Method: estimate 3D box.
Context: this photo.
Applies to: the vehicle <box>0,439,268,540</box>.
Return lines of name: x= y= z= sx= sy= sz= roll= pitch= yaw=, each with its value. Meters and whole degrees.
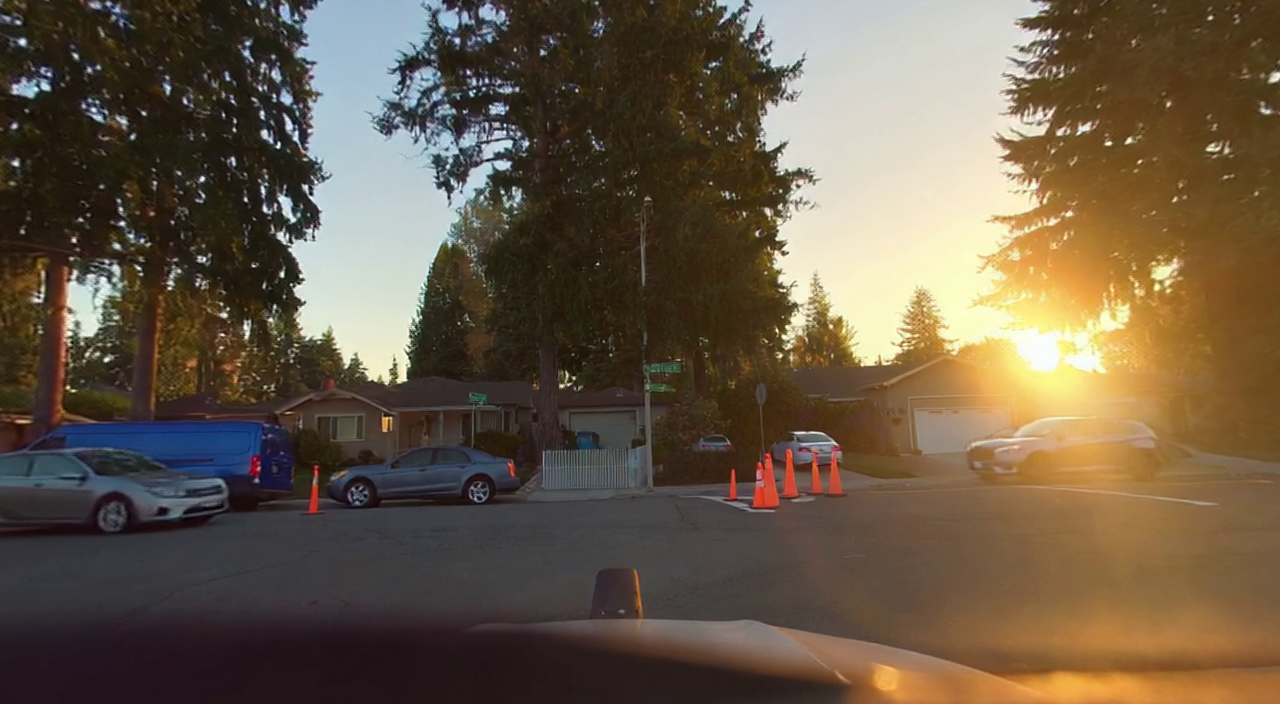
vehicle: x=-9.495 y=2.312 z=10.997 sx=4.684 sy=1.556 sz=2.087 roll=0 pitch=-8 yaw=-1

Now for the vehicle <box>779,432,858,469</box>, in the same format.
vehicle: x=8.063 y=4.493 z=28.946 sx=1.893 sy=1.529 sz=4.422 roll=1 pitch=-9 yaw=-7

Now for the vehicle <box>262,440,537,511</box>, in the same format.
vehicle: x=-6.382 y=3.400 z=17.817 sx=6.643 sy=1.777 sz=2.925 roll=1 pitch=-8 yaw=-5

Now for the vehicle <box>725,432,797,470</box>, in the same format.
vehicle: x=5.340 y=4.462 z=28.494 sx=2.007 sy=1.555 sz=4.204 roll=1 pitch=-9 yaw=-7

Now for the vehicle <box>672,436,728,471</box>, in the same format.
vehicle: x=2.593 y=4.538 z=28.373 sx=1.745 sy=1.461 sz=4.074 roll=1 pitch=-8 yaw=-6

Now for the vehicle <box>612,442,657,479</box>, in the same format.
vehicle: x=-0.302 y=4.756 z=27.931 sx=1.648 sy=1.430 sz=3.654 roll=4 pitch=-9 yaw=-4

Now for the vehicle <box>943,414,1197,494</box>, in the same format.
vehicle: x=10.804 y=2.587 z=16.162 sx=5.047 sy=1.851 sz=2.103 roll=1 pitch=-9 yaw=-5
